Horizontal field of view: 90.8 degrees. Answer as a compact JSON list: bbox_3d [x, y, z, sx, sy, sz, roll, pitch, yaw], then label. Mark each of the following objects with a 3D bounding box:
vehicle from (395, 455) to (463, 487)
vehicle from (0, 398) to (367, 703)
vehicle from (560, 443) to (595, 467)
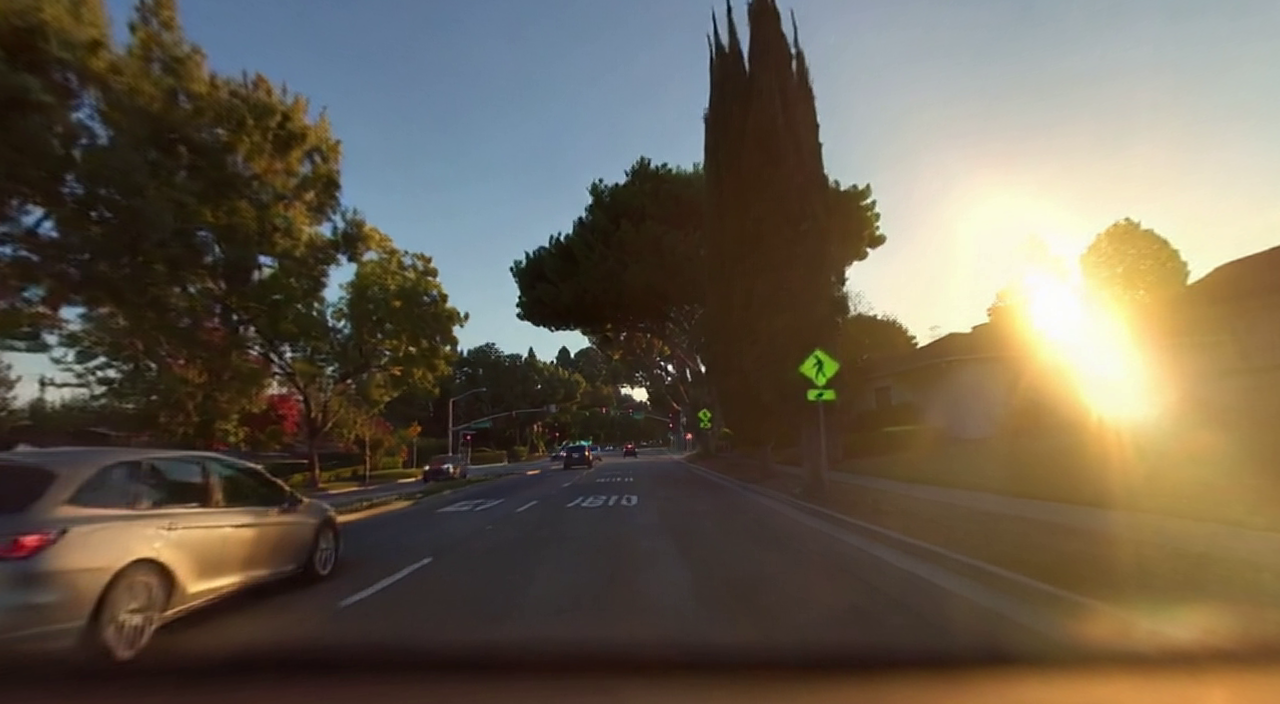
[{"bbox_3d":[-11.062,6.265,33.553,2.032,1.493,4.761,-1,-9,-1],"label":"vehicle"},{"bbox_3d":[-4.540,1.435,5.536,2.169,1.706,4.638,0,-9,1],"label":"vehicle"},{"bbox_3d":[-4.582,7.642,46.983,2.065,1.714,4.272,0,-9,1],"label":"vehicle"}]
